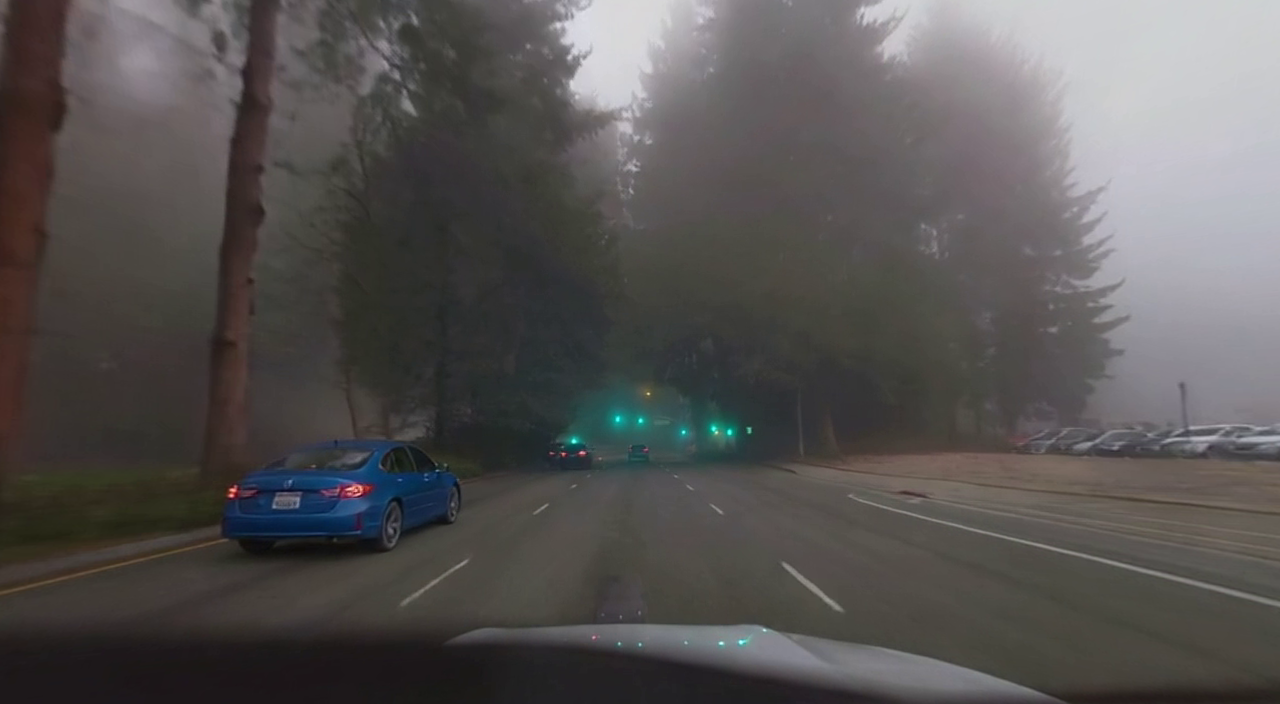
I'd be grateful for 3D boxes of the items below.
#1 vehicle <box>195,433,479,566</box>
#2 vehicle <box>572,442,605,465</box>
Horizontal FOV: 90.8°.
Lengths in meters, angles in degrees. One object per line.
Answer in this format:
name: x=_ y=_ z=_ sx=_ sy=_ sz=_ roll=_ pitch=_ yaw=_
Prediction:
vehicle: x=-3.834 y=1.927 z=9.064 sx=1.905 sy=1.418 sz=4.396 roll=0 pitch=-9 yaw=0
vehicle: x=-3.755 y=7.455 z=46.703 sx=2.103 sy=1.592 sz=4.160 roll=0 pitch=-9 yaw=0
